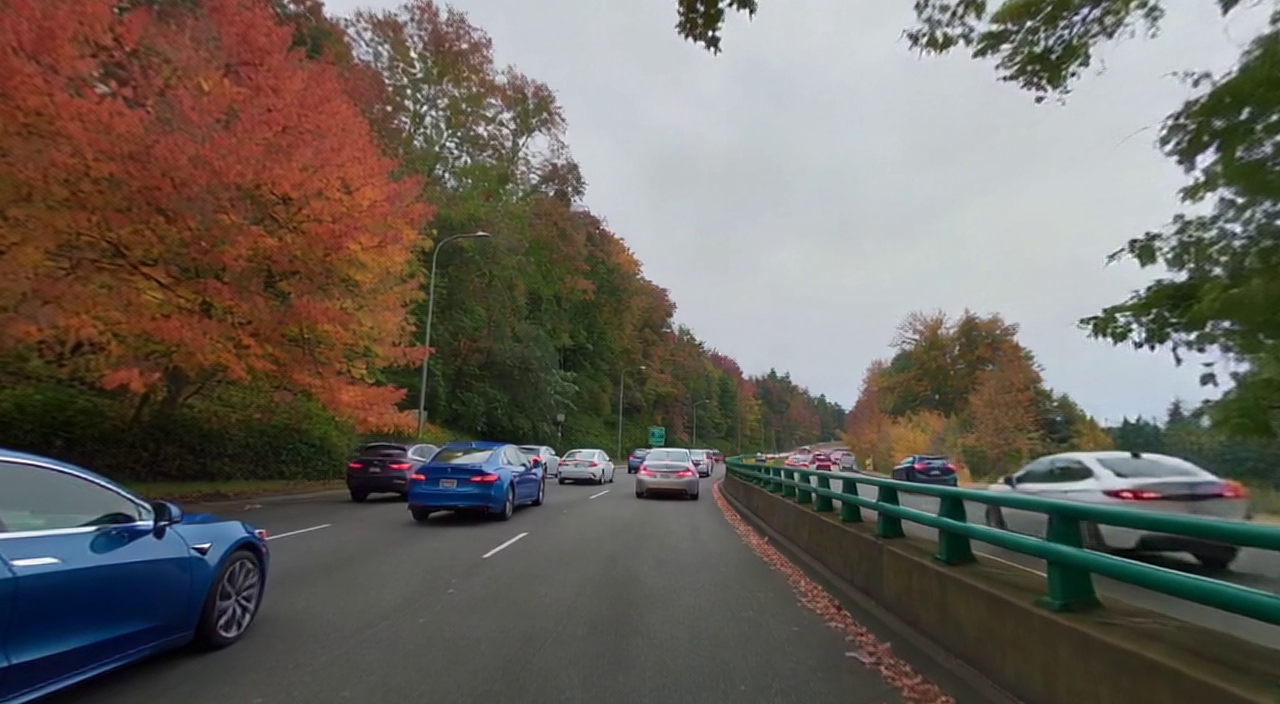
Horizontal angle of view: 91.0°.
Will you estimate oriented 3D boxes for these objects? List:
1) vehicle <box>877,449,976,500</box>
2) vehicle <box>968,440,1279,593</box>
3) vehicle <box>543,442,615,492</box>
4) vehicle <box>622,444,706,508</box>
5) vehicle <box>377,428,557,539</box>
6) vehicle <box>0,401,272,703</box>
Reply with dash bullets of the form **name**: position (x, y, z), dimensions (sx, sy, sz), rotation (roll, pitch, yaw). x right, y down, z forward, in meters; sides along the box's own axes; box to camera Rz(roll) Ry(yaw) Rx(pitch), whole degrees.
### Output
- **vehicle**: position (11.394, 4.856, 25.478), dimensions (2.121, 1.777, 4.755), rotation (0, -9, 5)
- **vehicle**: position (6.681, 2.118, 8.991), dimensions (1.768, 1.634, 4.064), rotation (1, -9, 0)
- **vehicle**: position (-2.154, 4.214, 23.491), dimensions (1.930, 1.635, 4.260), rotation (0, -9, 5)
- **vehicle**: position (0.692, 3.299, 17.275), dimensions (2.015, 1.506, 4.276), rotation (0, -9, 3)
- **vehicle**: position (-2.941, 2.351, 11.919), dimensions (1.979, 1.663, 4.513), rotation (0, -9, 2)
- **vehicle**: position (-3.488, 0.878, 2.038), dimensions (1.921, 1.503, 4.317), rotation (0, -9, 1)
